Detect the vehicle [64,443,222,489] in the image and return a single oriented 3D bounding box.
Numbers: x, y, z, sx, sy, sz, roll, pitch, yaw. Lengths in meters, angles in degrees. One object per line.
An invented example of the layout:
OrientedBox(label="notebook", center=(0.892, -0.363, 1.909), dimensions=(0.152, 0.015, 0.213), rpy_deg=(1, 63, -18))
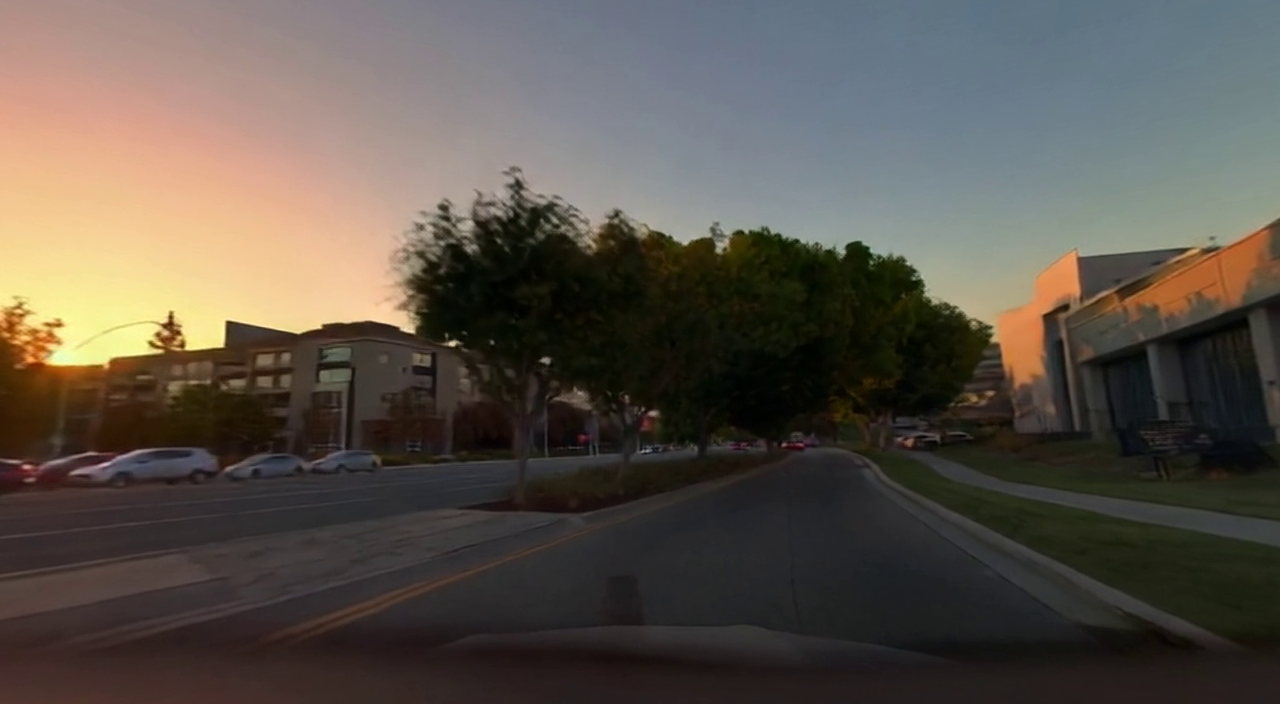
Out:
OrientedBox(label="vehicle", center=(-20.286, 4.607, 26.104), dimensions=(1.926, 1.681, 4.727), rpy_deg=(-3, -8, 18))

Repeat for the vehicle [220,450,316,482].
OrientedBox(label="vehicle", center=(-20.638, 6.312, 35.275), dimensions=(1.867, 1.540, 4.423), rpy_deg=(-3, -8, 18))

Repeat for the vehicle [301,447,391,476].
OrientedBox(label="vehicle", center=(-16.742, 6.242, 36.233), dimensions=(1.872, 1.493, 4.724), rpy_deg=(-3, -8, 19))
